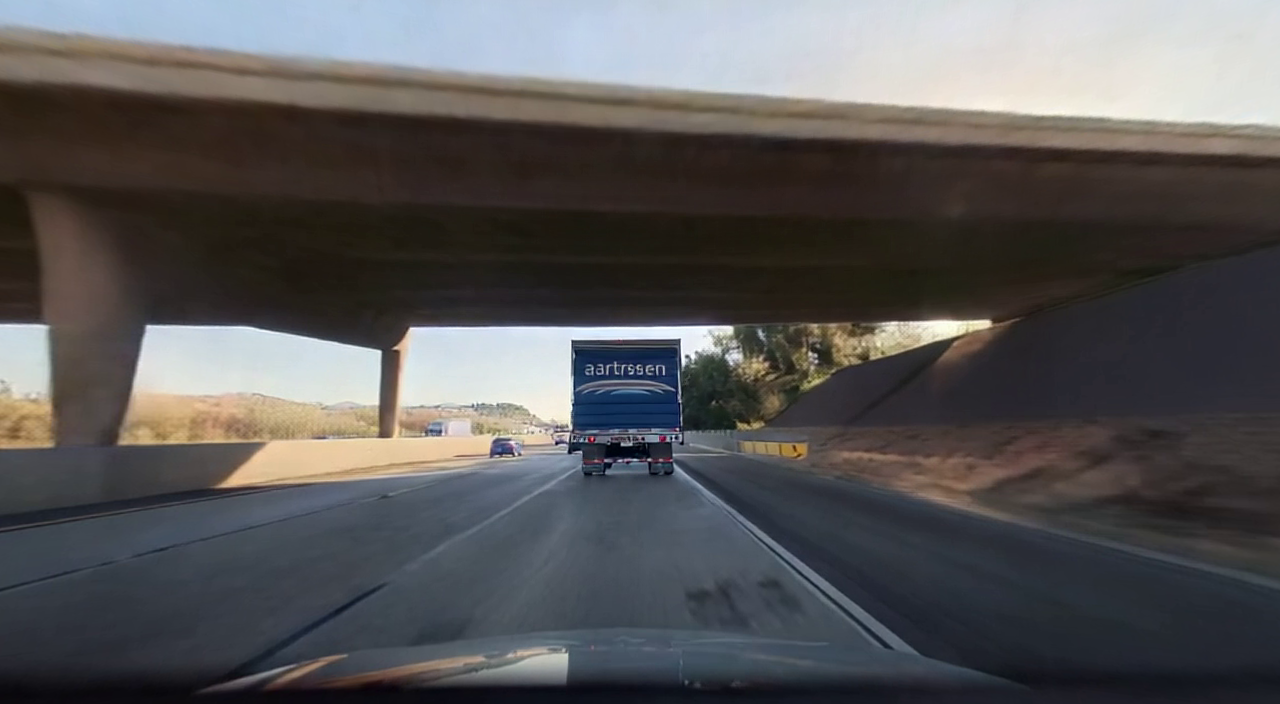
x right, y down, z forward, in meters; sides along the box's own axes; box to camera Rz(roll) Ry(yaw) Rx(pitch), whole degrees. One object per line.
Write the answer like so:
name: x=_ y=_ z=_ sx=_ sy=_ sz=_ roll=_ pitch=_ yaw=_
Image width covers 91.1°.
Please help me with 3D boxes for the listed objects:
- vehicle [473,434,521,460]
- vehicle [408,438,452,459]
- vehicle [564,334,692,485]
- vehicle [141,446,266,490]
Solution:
vehicle: x=-8.517 y=5.687 z=37.793 sx=1.940 sy=1.488 sz=3.976 roll=0 pitch=-8 yaw=0
vehicle: x=-16.331 y=7.521 z=49.026 sx=1.911 sy=1.562 sz=4.014 roll=0 pitch=-8 yaw=1
vehicle: x=-0.330 y=2.257 z=22.478 sx=3.442 sy=4.106 sz=10.719 roll=0 pitch=-8 yaw=0
vehicle: x=-16.429 y=4.352 z=23.944 sx=1.884 sy=1.465 sz=3.988 roll=0 pitch=-8 yaw=0
